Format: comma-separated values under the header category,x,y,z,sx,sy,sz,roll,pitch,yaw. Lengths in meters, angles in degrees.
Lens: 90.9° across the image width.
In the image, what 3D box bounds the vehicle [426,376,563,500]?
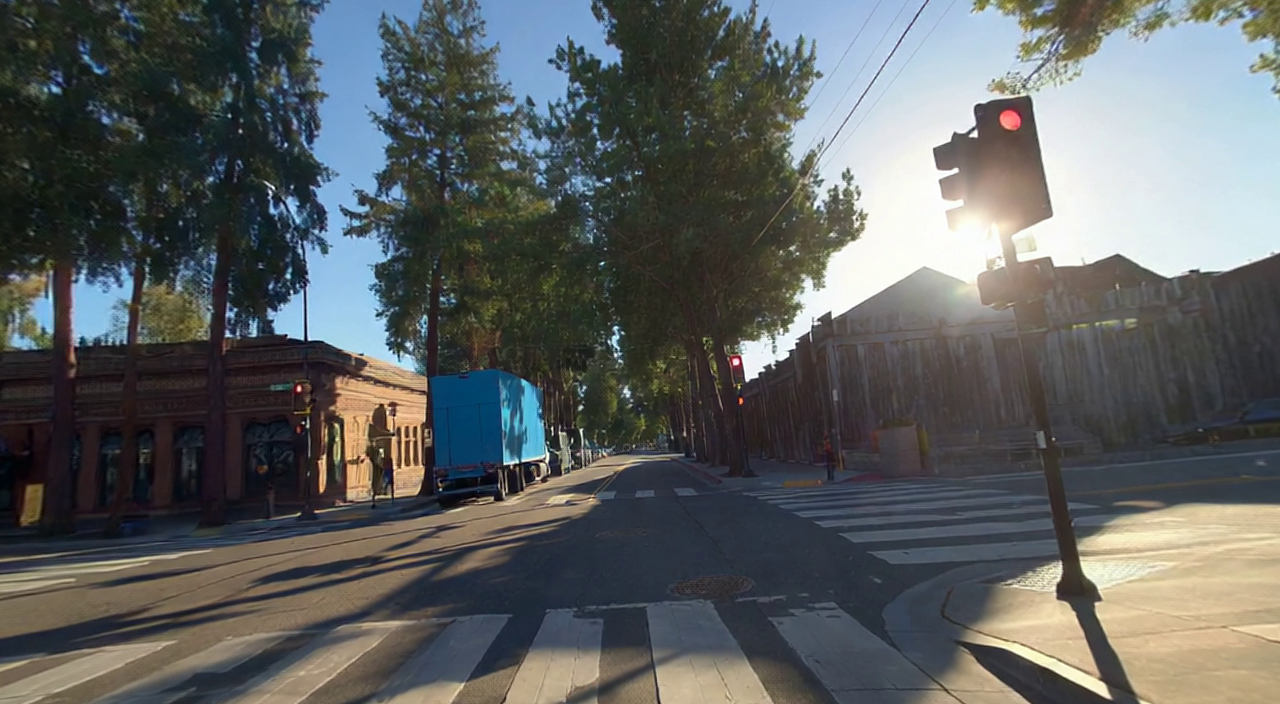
category,x,y,z,sx,sy,sz,roll,pitch,yaw
vehicle,-5.744,3.726,27.165,3.113,4.041,10.284,-6,-8,0

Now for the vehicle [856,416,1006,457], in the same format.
category,x,y,z,sx,sy,sz,roll,pitch,yaw
vehicle,10.677,3.142,23.430,4.643,1.456,1.820,-1,-8,5

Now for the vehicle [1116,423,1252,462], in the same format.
category,x,y,z,sx,sy,sz,roll,pitch,yaw
vehicle,24.938,4.168,29.031,4.268,1.695,2.053,0,-8,3
